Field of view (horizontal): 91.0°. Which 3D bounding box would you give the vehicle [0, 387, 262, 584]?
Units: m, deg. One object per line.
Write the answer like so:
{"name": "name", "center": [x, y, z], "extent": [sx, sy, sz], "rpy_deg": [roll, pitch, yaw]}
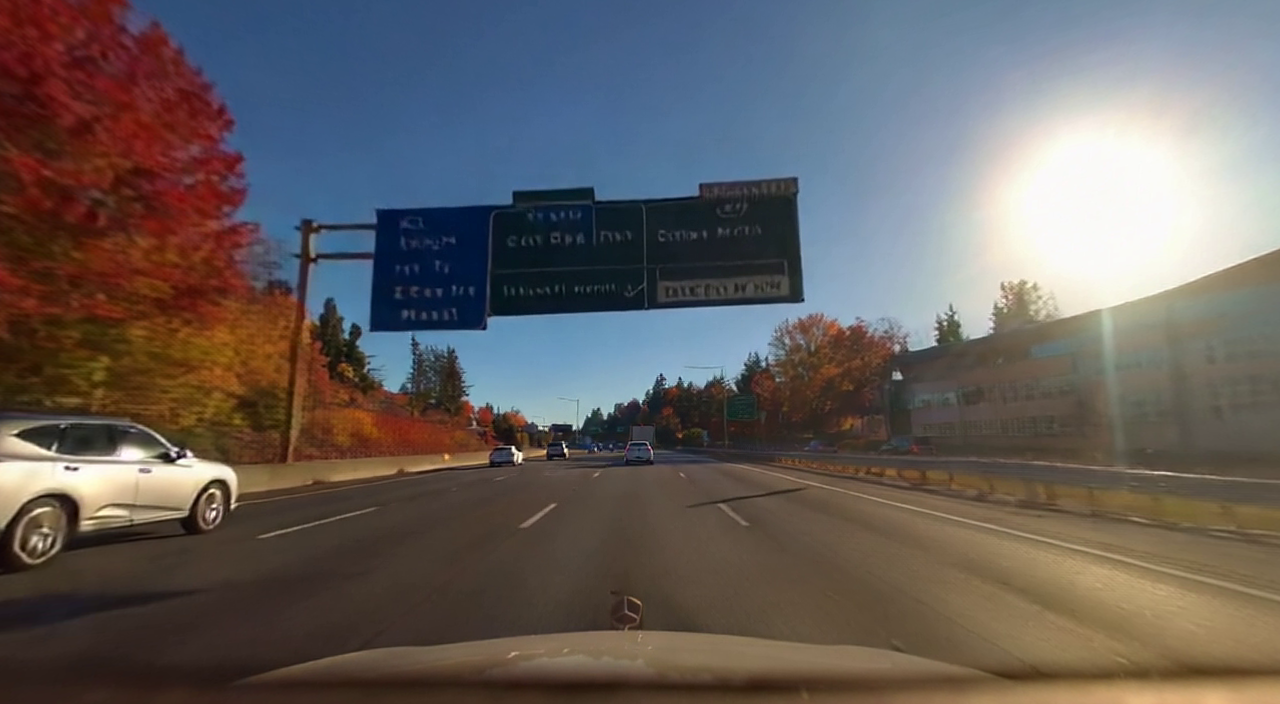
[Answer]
{"name": "vehicle", "center": [-7.125, 1.494, 7.483], "extent": [2.146, 1.834, 4.999], "rpy_deg": [0, -9, 0]}

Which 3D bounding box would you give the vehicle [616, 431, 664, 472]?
{"name": "vehicle", "center": [-0.014, 5.021, 31.889], "extent": [2.245, 1.863, 4.801], "rpy_deg": [0, -9, 0]}

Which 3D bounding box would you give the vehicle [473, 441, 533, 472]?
{"name": "vehicle", "center": [-7.124, 5.493, 33.290], "extent": [2.074, 1.495, 4.643], "rpy_deg": [0, -9, 0]}

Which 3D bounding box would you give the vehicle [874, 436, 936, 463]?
{"name": "vehicle", "center": [17.068, 6.306, 40.771], "extent": [2.019, 1.657, 4.582], "rpy_deg": [0, -9, 0]}
